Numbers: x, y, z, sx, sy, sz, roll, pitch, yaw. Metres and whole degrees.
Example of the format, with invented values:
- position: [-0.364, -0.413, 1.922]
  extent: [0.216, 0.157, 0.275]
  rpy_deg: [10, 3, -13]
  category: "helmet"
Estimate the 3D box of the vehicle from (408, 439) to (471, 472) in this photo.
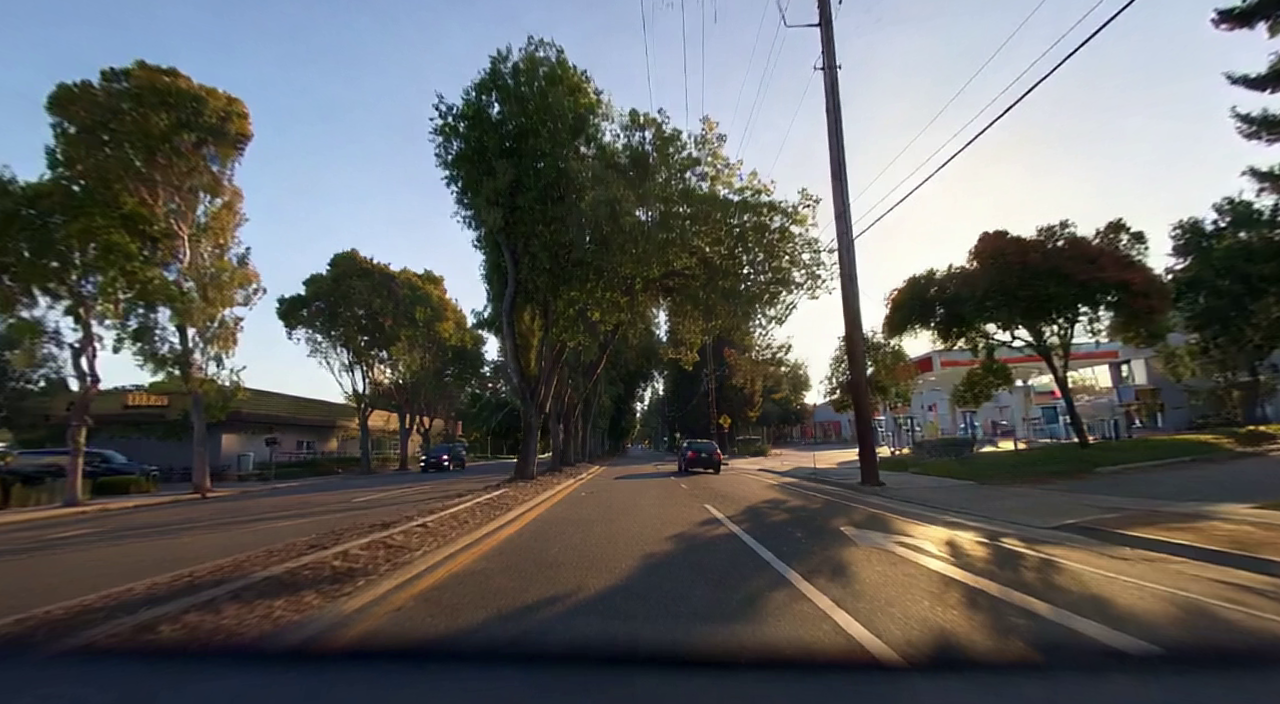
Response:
- position: [-12.871, 6.694, 40.930]
  extent: [2.379, 1.967, 5.195]
  rpy_deg: [0, -9, 0]
  category: "vehicle"

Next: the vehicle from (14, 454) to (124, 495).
- position: [-23.124, 4.896, 25.576]
  extent: [4.016, 1.517, 1.816]
  rpy_deg: [-5, -10, 26]
  category: "vehicle"

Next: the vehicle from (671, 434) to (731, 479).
- position: [2.656, 4.688, 28.644]
  extent: [2.115, 1.840, 4.777]
  rpy_deg: [0, -9, -2]
  category: "vehicle"

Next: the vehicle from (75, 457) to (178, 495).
- position: [-23.077, 5.520, 28.383]
  extent: [4.117, 1.557, 1.876]
  rpy_deg: [-5, -10, 26]
  category: "vehicle"
